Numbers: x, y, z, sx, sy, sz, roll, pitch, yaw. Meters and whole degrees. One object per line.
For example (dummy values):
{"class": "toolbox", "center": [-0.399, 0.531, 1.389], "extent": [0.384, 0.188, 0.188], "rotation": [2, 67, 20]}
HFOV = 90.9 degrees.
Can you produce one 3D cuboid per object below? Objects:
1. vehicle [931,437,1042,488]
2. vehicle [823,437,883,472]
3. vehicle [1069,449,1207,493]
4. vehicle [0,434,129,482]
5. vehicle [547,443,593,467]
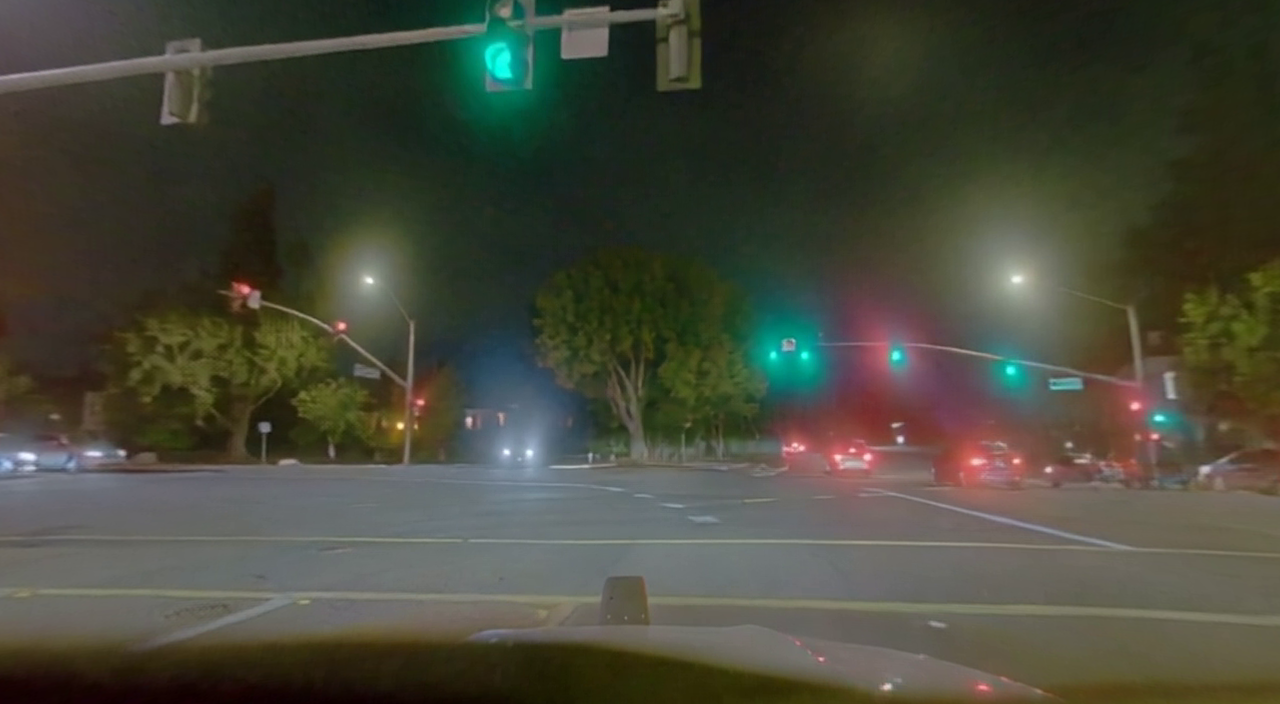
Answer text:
{"class": "vehicle", "center": [13.397, 4.289, 24.785], "extent": [2.120, 1.767, 4.856], "rotation": [-2, -9, 8]}
{"class": "vehicle", "center": [11.854, 5.744, 35.444], "extent": [2.239, 1.812, 4.812], "rotation": [-1, -9, 7]}
{"class": "vehicle", "center": [20.632, 4.914, 26.482], "extent": [2.053, 1.589, 5.137], "rotation": [-1, -9, 7]}
{"class": "vehicle", "center": [-23.937, 4.255, 25.439], "extent": [4.911, 1.801, 2.129], "rotation": [-1, -9, 7]}
{"class": "vehicle", "center": [-4.685, 7.015, 42.889], "extent": [2.039, 1.519, 4.356], "rotation": [-2, -9, 8]}
